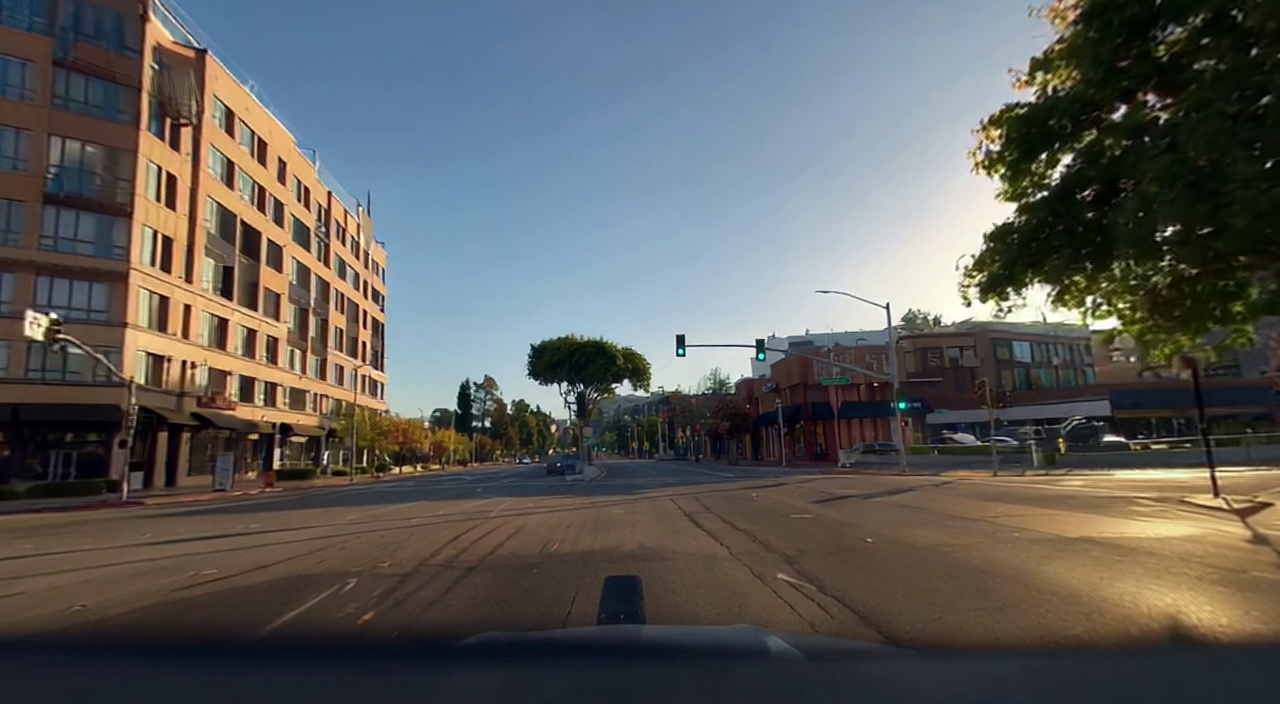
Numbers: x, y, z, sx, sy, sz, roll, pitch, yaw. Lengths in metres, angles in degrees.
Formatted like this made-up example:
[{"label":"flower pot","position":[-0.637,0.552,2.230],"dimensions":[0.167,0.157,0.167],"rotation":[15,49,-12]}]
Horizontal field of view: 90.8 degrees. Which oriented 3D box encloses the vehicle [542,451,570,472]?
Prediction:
[{"label":"vehicle","position":[-6.586,8.586,49.710],"dimensions":[1.894,1.474,4.332],"rotation":[0,-8,-4]}]
